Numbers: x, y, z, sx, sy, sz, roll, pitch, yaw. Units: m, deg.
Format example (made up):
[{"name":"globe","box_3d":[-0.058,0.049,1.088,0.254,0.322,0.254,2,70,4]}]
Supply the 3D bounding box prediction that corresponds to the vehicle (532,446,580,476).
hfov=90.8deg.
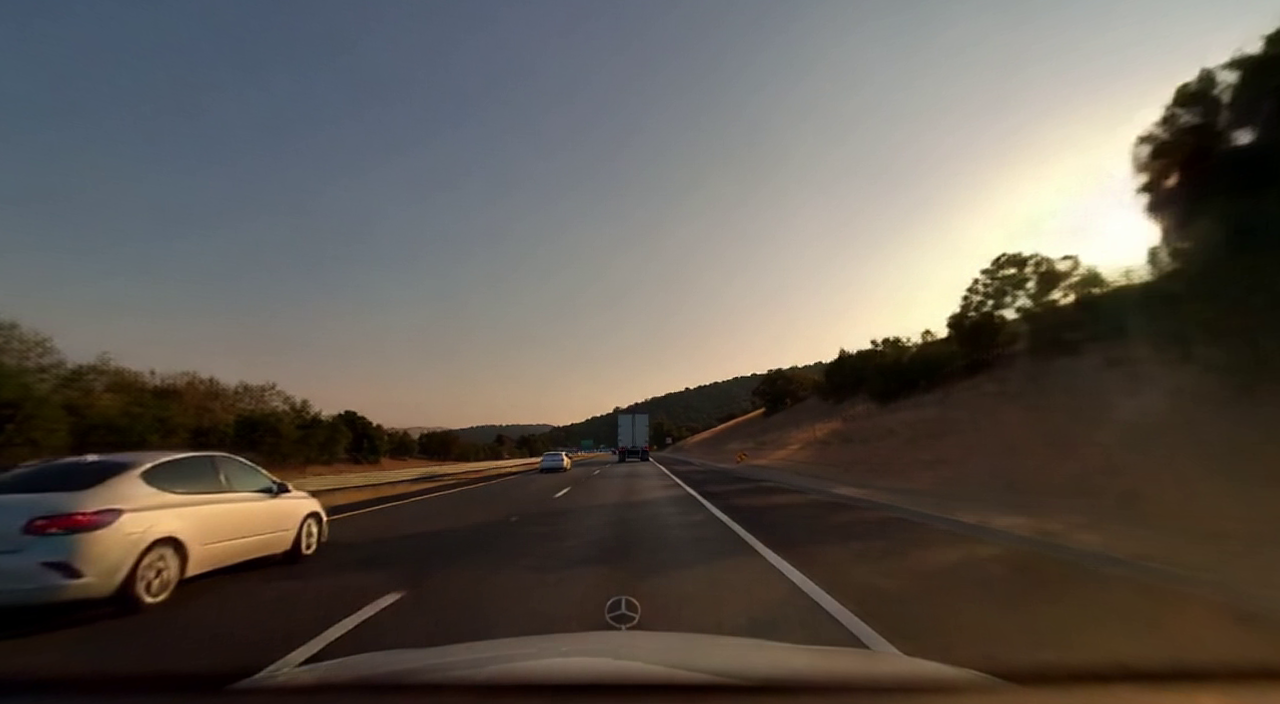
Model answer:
[{"name":"vehicle","box_3d":[-4.436,5.806,33.916,1.978,1.507,4.062,0,-9,0]}]

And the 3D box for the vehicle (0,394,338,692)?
[{"name":"vehicle","box_3d":[-4.503,1.297,5.109,1.991,1.618,4.211,0,-9,0]}]
